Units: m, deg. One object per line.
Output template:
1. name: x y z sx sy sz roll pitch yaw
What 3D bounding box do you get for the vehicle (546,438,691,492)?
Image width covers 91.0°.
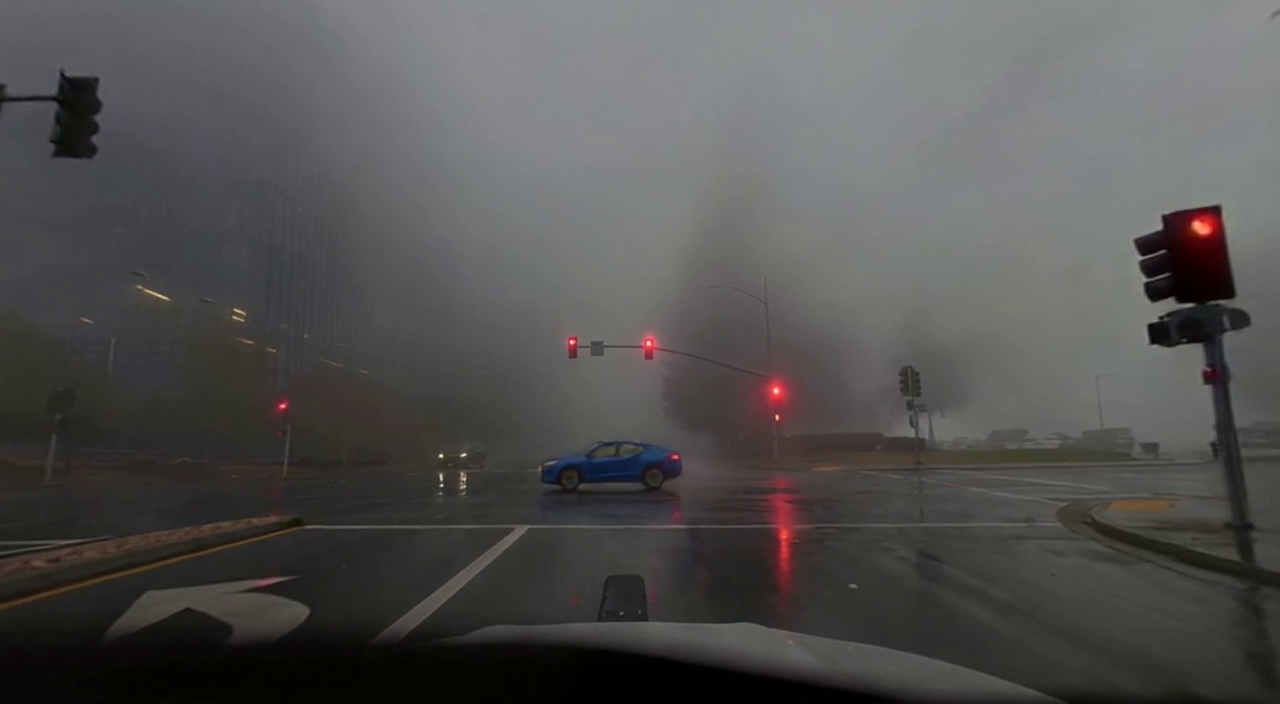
1. vehicle: -0.711 3.604 20.382 4.218 1.572 2.065 4 -9 -22

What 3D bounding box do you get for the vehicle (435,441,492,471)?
1. vehicle: -11.490 6.808 41.392 2.069 1.771 4.947 0 -9 3
